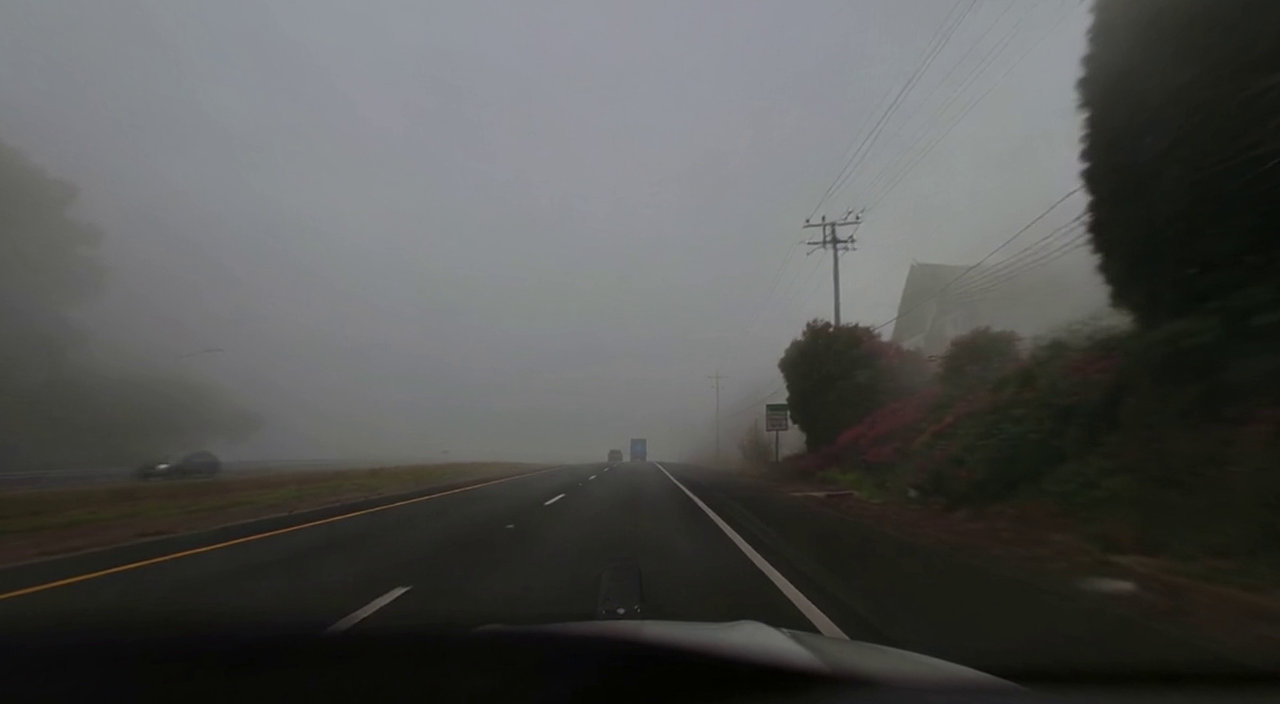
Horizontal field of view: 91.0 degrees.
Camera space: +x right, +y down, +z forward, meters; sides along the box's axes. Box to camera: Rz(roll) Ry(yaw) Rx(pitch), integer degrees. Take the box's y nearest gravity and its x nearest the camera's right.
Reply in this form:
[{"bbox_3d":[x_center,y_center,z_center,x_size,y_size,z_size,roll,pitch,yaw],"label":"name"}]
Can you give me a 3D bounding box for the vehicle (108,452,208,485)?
[{"bbox_3d":[-26.711,6.451,35.128,1.985,1.659,4.578,0,-9,0],"label":"vehicle"}]
